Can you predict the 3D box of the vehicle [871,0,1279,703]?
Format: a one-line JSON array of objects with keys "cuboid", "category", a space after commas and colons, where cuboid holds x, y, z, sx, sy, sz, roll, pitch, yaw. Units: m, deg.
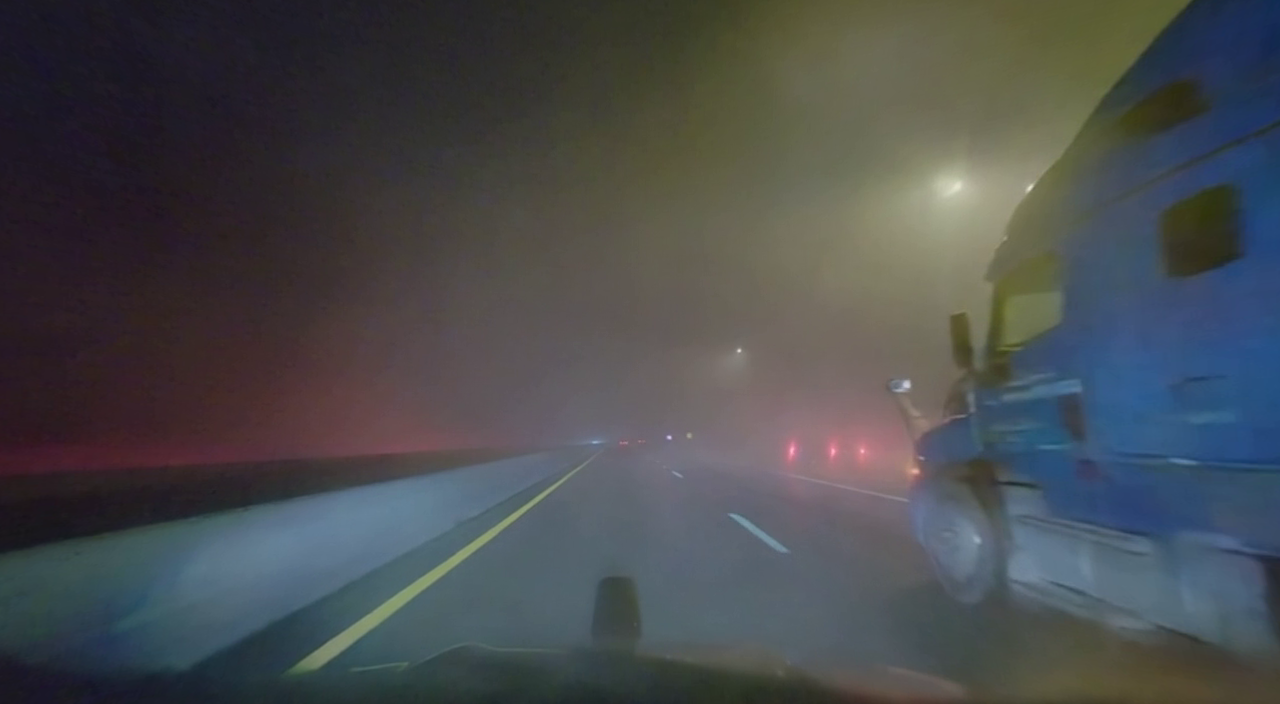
[{"cuboid": [4.047, -0.466, 1.414, 2.995, 3.964, 10.329, 0, -8, -1], "category": "vehicle"}]
